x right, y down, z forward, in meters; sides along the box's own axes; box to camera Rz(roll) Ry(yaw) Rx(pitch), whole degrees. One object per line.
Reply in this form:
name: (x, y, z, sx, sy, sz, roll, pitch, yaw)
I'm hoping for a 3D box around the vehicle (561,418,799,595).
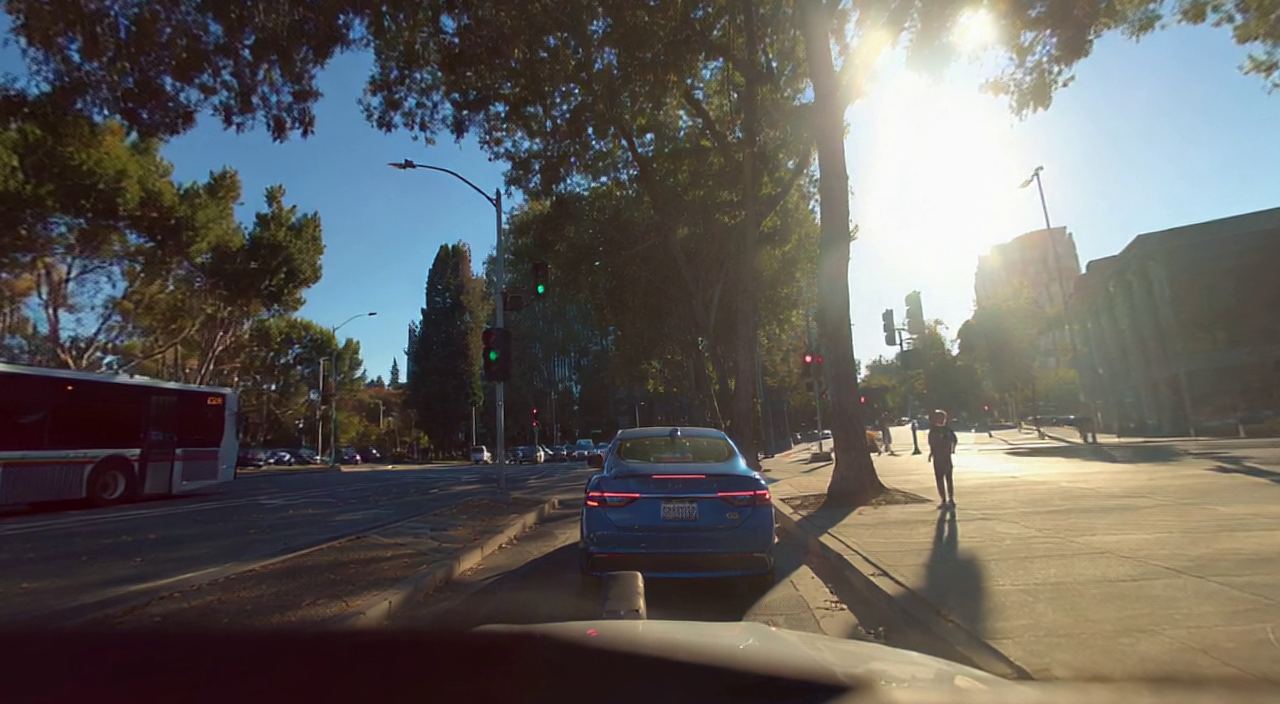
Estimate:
vehicle: (0.381, 1.612, 7.393, 2.035, 1.499, 3.799, 0, -8, 1)
